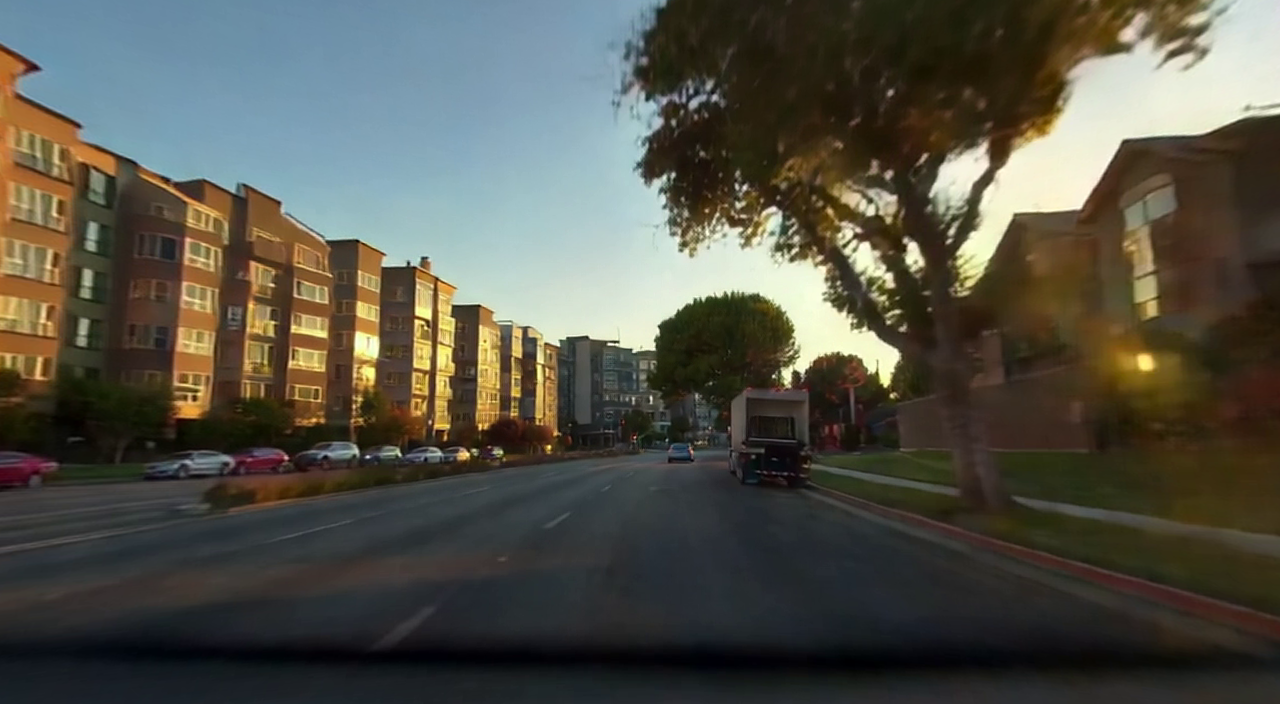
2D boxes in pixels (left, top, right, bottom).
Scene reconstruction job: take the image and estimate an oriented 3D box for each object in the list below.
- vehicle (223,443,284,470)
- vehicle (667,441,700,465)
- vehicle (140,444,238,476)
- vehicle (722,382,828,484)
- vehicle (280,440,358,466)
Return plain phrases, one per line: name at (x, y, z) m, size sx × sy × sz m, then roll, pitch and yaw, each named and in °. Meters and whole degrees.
vehicle at (-23.460, 6.350, 38.332) m, size 1.659 × 1.570 × 2.845 m, roll -1°, pitch -8°, yaw 6°
vehicle at (2.690, 6.103, 38.177) m, size 1.871 × 1.370 × 4.206 m, roll -1°, pitch -8°, yaw 6°
vehicle at (-23.724, 5.666, 33.373) m, size 2.015 × 1.446 × 4.316 m, roll -2°, pitch -8°, yaw 1°
vehicle at (4.929, 3.251, 24.790) m, size 2.945 × 3.277 × 8.473 m, roll -1°, pitch -8°, yaw 5°
vehicle at (-22.696, 7.161, 44.852) m, size 2.242 × 1.693 × 5.560 m, roll -2°, pitch -9°, yaw 6°
